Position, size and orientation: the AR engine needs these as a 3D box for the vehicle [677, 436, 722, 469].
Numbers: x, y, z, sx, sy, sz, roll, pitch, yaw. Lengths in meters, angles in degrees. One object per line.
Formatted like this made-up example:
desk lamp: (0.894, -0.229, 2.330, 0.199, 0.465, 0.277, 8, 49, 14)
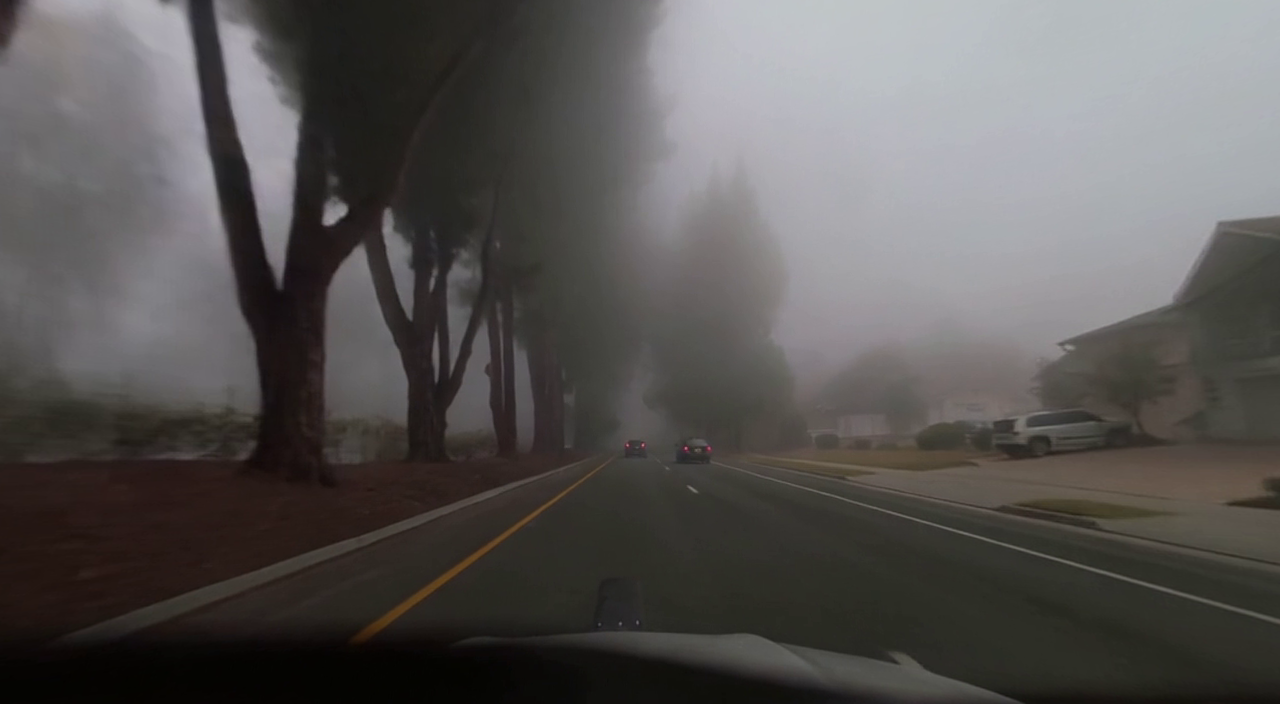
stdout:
vehicle: (3.100, 5.346, 33.800, 1.888, 1.640, 4.044, 0, -8, -2)
